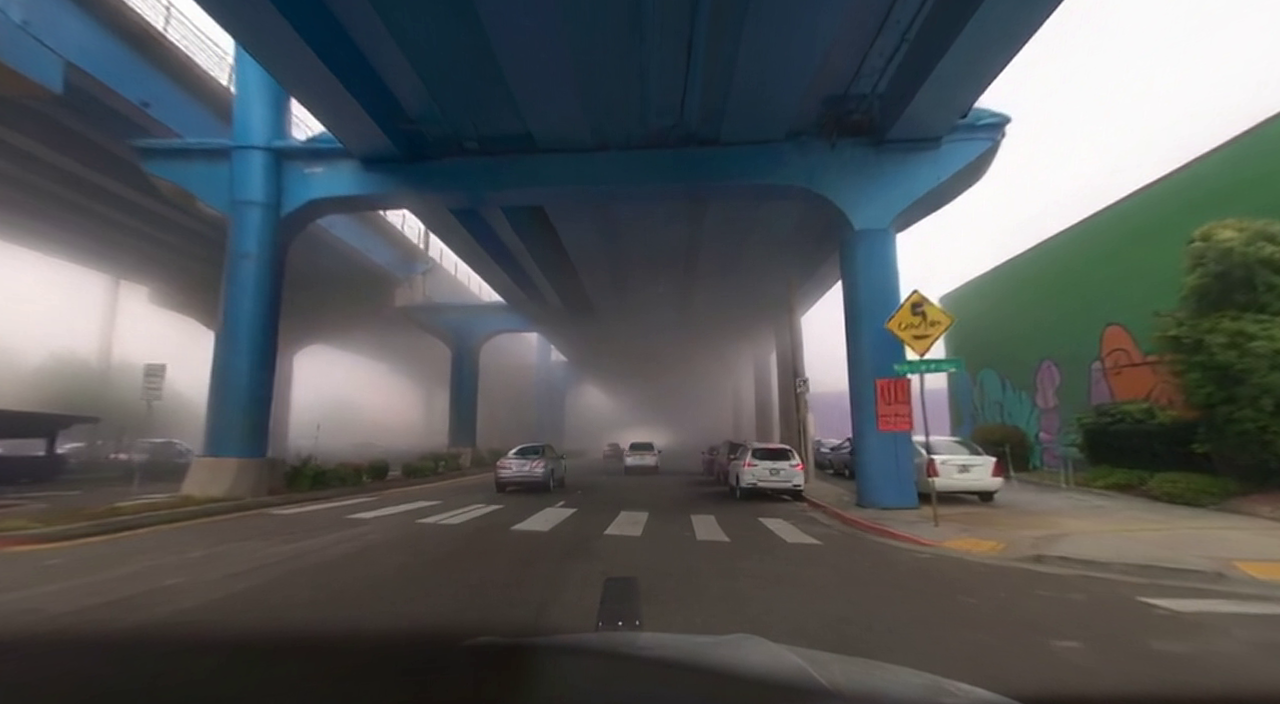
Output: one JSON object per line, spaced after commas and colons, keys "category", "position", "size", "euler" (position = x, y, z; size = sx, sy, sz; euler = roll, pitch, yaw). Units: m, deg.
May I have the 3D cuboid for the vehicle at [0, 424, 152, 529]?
{"category": "vehicle", "position": [-11.920, 2.247, 11.481], "size": [2.056, 1.768, 4.986], "euler": [0, -9, 0]}

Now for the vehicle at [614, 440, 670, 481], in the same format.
{"category": "vehicle", "position": [0.099, 4.486, 26.476], "size": [2.155, 1.571, 3.734], "euler": [0, -8, 1]}

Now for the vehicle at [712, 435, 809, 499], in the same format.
{"category": "vehicle", "position": [3.279, 3.186, 18.041], "size": [1.983, 1.589, 4.010], "euler": [0, -8, 0]}

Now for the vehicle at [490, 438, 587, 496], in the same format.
{"category": "vehicle", "position": [-2.935, 3.441, 19.359], "size": [2.024, 1.533, 4.549], "euler": [0, -8, 2]}

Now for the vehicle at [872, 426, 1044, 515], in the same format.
{"category": "vehicle", "position": [7.648, 2.838, 15.827], "size": [2.275, 1.834, 4.294], "euler": [1, -7, 3]}

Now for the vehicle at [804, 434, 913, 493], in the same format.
{"category": "vehicle", "position": [7.790, 4.010, 23.181], "size": [2.175, 1.909, 4.953], "euler": [0, -8, 0]}
